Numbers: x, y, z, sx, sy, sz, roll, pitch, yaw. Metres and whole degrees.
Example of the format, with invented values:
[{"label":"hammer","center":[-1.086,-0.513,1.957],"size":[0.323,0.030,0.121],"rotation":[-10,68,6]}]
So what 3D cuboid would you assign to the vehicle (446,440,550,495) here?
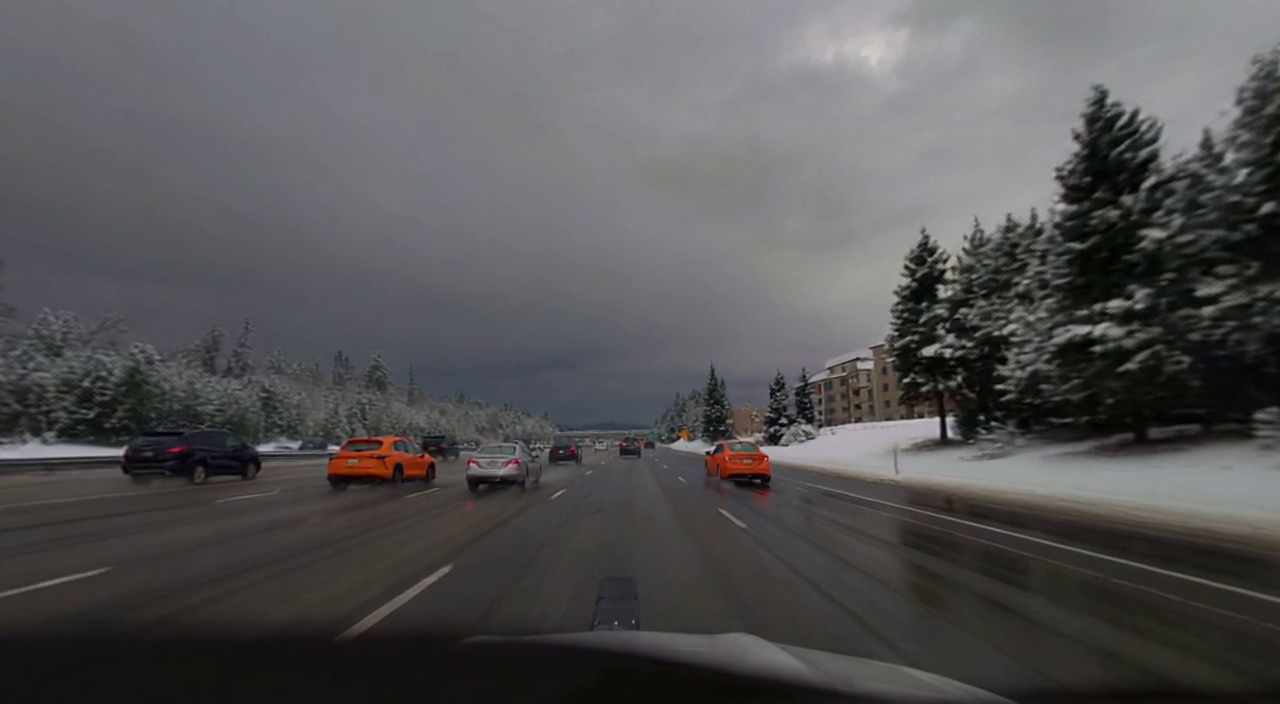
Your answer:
[{"label":"vehicle","center":[-4.096,3.401,19.061],"size":[2.124,1.426,4.444],"rotation":[0,-8,0]}]

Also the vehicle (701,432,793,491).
[{"label":"vehicle","center":[3.282,3.453,20.319],"size":[2.061,1.658,4.417],"rotation":[0,-8,-2]}]

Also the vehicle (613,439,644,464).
[{"label":"vehicle","center":[-0.762,6.877,43.700],"size":[2.053,1.650,3.945],"rotation":[0,-8,-1]}]

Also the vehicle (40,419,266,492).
[{"label":"vehicle","center":[-15.354,3.327,20.684],"size":[2.396,1.999,6.333],"rotation":[0,-8,0]}]

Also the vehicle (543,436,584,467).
[{"label":"vehicle","center":[-4.676,6.146,39.170],"size":[2.044,1.774,4.329],"rotation":[0,-8,0]}]

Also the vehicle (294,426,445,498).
[{"label":"vehicle","center":[-7.525,3.101,18.292],"size":[2.086,1.776,5.080],"rotation":[0,-8,0]}]
